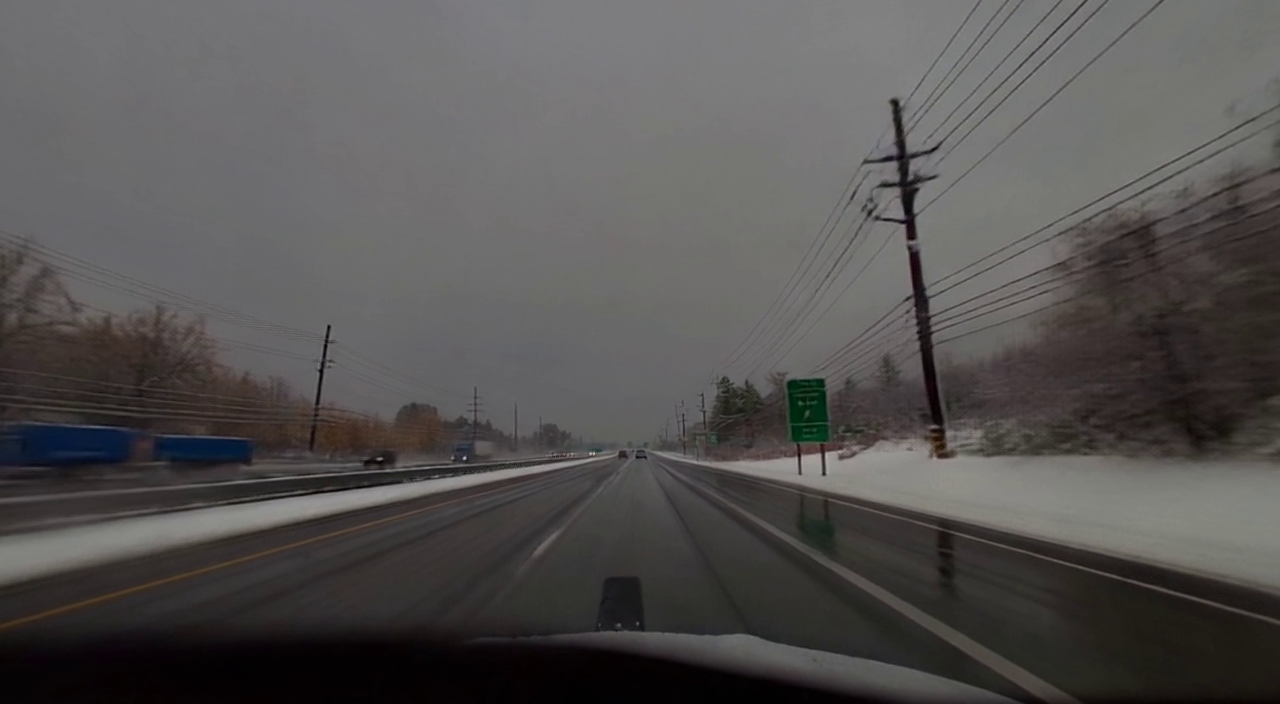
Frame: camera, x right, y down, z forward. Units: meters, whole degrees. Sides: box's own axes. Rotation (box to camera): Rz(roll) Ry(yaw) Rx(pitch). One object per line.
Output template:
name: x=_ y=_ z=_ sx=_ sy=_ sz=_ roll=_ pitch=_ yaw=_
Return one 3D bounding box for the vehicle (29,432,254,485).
vehicle: x=-31.944 y=6.991 z=42.052 sx=2.766 sy=2.849 sz=15.052 roll=0 pitch=-9 yaw=1

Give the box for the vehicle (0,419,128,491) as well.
vehicle: x=-31.994 y=5.353 z=33.001 sx=3.034 sy=3.377 sz=8.451 roll=0 pitch=-9 yaw=0
